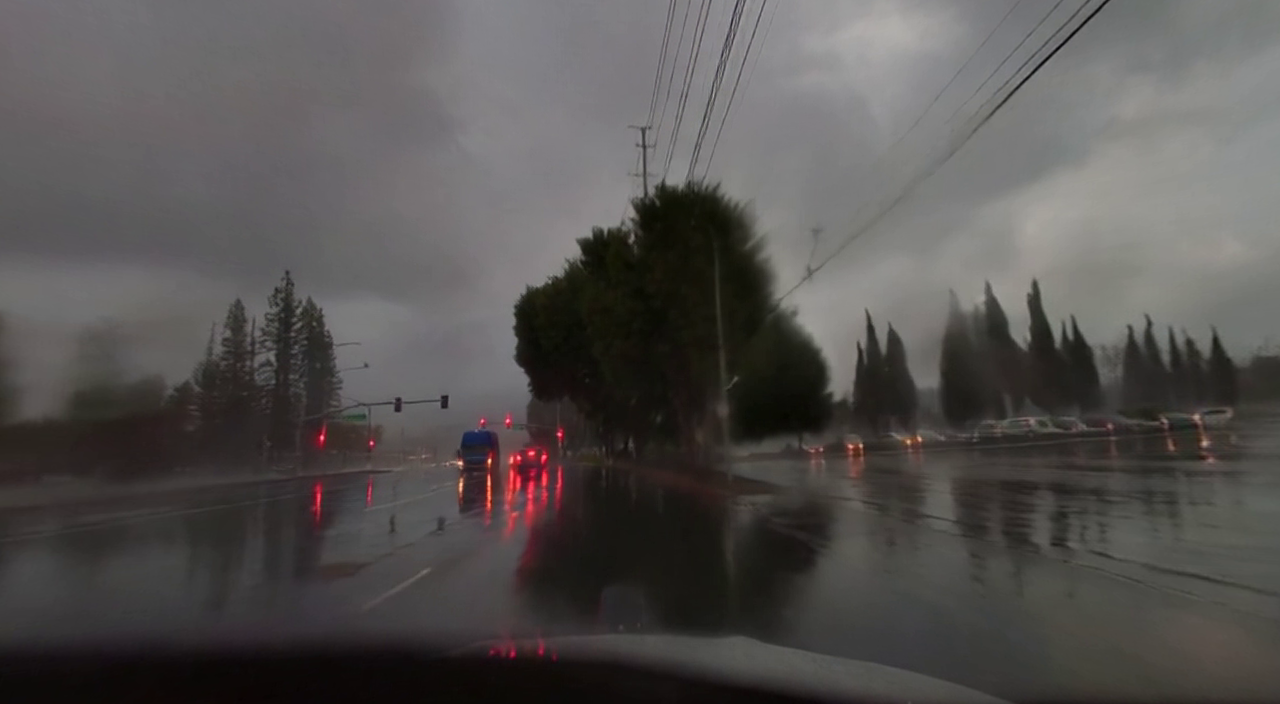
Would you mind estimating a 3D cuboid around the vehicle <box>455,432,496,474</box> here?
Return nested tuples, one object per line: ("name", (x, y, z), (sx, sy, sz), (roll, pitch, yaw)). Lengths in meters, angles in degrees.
("vehicle", (-12.334, 7.606, 47.661), (2.461, 2.889, 6.776), (2, -9, -10))

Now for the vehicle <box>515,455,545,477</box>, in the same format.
("vehicle", (-8.106, 8.359, 46.402), (2.019, 1.485, 4.565), (2, -9, -10))
